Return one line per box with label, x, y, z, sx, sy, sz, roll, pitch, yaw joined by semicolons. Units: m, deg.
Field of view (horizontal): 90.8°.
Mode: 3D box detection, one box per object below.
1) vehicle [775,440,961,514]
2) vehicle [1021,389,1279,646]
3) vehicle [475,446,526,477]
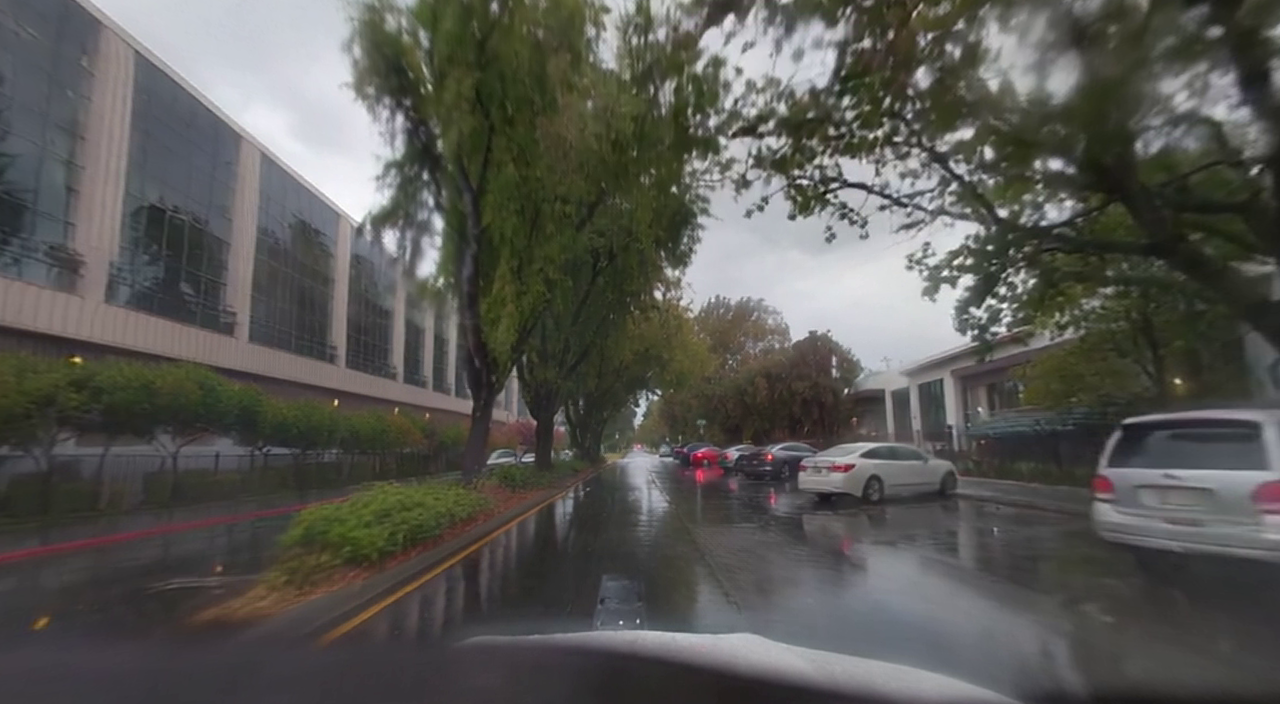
vehicle;5.316;2.824;14.769;3.752;1.494;2.083;5;-9;-29
vehicle;6.540;1.357;6.326;5.061;1.829;2.274;2;-8;-29
vehicle;-8.414;6.632;38.523;2.172;1.707;4.273;0;-8;0
